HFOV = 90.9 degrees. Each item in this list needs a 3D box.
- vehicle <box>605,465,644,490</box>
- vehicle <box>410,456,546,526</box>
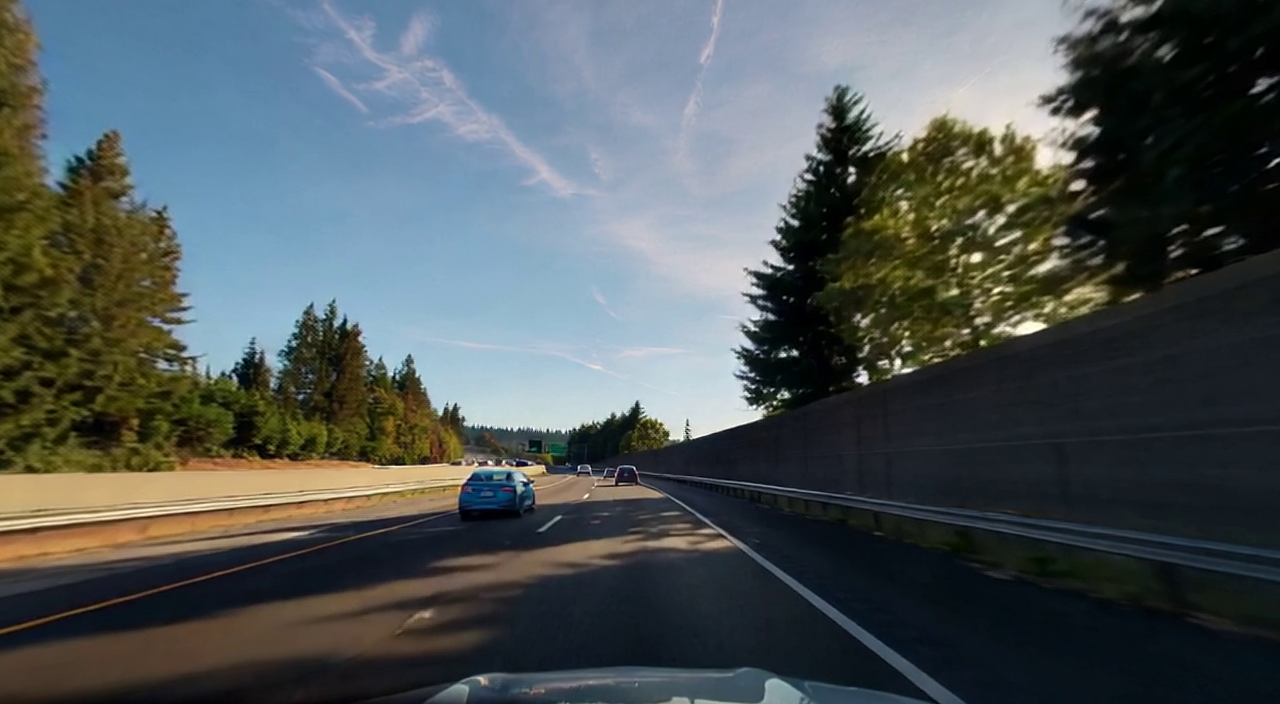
[{"bbox_3d":[-0.945,8.114,40.846,2.363,1.526,4.687,1,-11,0],"label":"vehicle"},{"bbox_3d":[-3.985,3.572,16.542,2.310,1.521,4.731,1,-11,0],"label":"vehicle"}]
